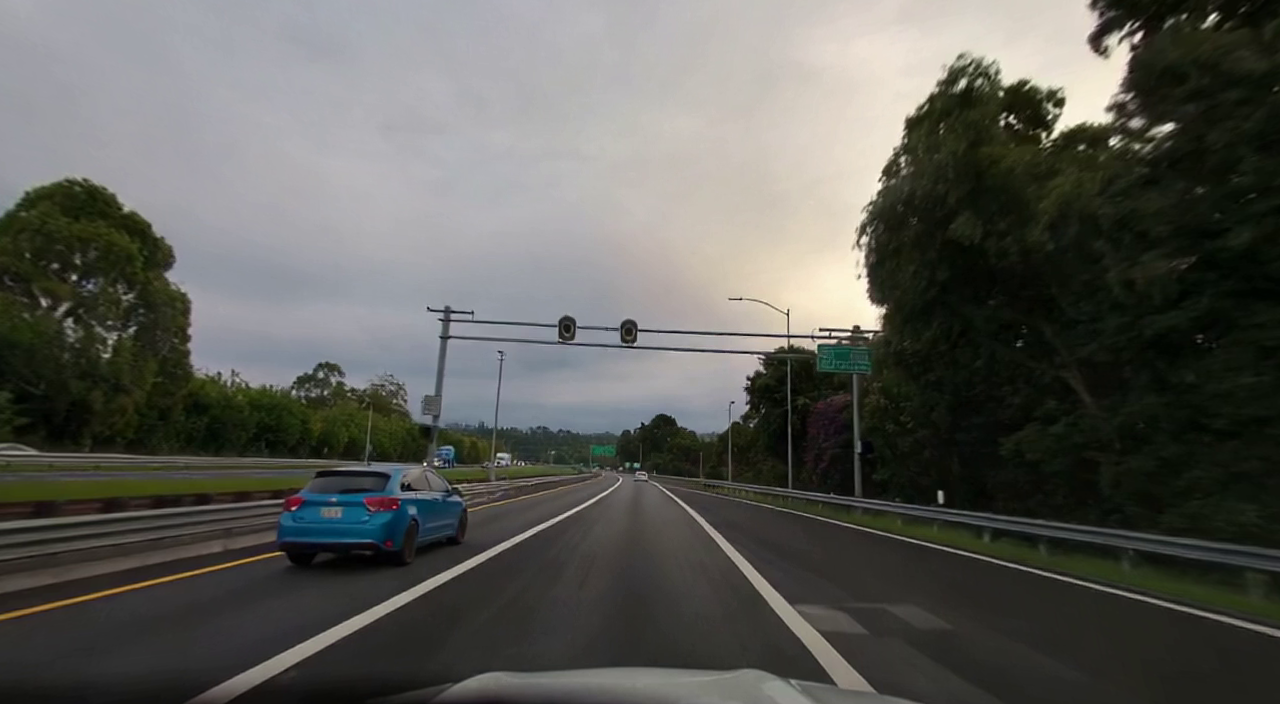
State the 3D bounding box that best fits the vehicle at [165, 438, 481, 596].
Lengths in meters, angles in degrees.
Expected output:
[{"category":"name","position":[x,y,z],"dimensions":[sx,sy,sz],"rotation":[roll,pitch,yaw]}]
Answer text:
[{"category":"vehicle","position":[-3.775,2.070,8.625],"dimensions":[1.967,1.556,4.364],"rotation":[0,-10,1]}]
